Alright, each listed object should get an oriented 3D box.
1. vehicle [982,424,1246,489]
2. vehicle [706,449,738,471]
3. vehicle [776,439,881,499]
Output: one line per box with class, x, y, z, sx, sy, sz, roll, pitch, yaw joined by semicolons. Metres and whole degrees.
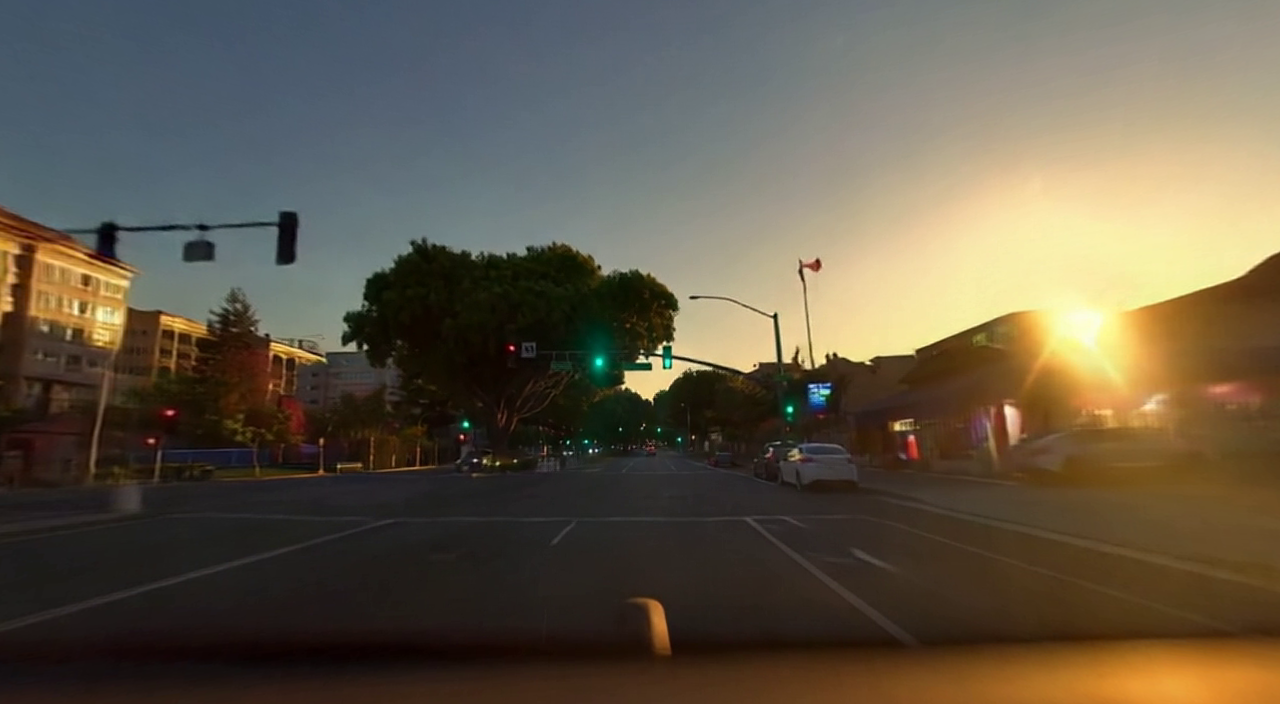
vehicle;12.224;2.741;16.578;5.237;1.552;1.954;-1;-9;2
vehicle;6.368;8.420;49.299;1.955;1.679;3.890;0;-9;0
vehicle;5.922;3.734;20.584;1.845;1.664;5.285;0;-9;0
